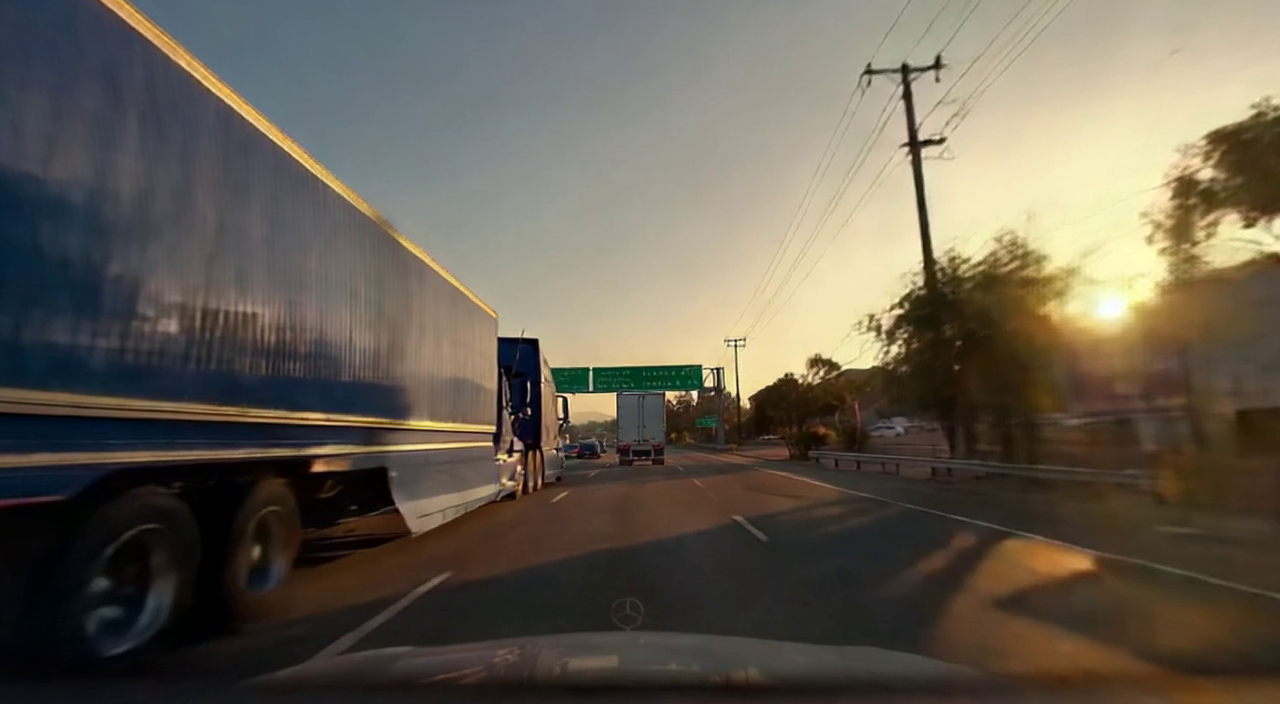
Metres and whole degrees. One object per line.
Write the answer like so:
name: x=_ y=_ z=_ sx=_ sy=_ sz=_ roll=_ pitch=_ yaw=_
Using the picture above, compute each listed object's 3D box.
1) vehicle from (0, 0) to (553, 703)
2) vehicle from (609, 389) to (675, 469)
vehicle: x=-3.902 y=0.596 z=9.194 sx=2.875 sy=4.083 sz=15.756 roll=0 pitch=-9 yaw=1
vehicle: x=0.081 y=4.215 z=33.496 sx=2.941 sy=3.604 sz=9.851 roll=0 pitch=-9 yaw=0
